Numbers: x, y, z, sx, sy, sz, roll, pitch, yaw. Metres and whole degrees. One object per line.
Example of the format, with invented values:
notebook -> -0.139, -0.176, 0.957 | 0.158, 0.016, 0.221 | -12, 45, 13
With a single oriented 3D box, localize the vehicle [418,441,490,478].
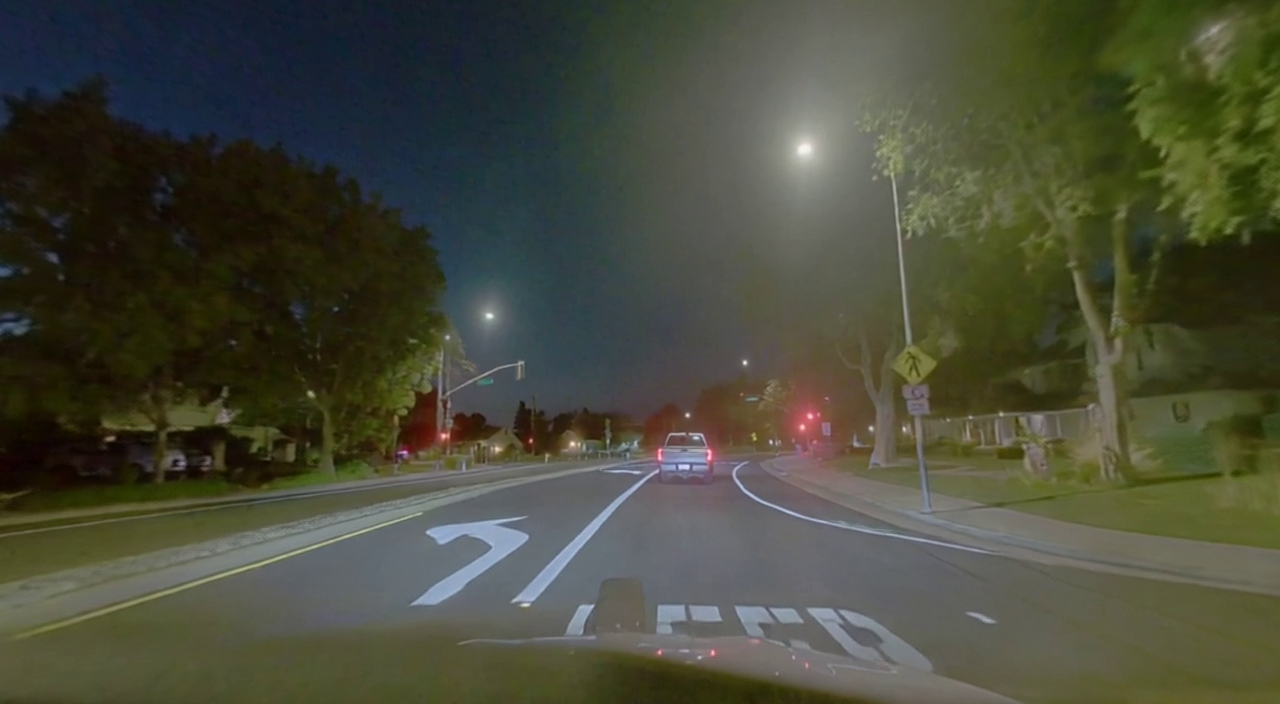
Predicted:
vehicle -> -10.468, 6.037, 35.978 | 2.053, 1.822, 4.852 | -3, -7, 9

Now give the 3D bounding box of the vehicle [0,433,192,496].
vehicle -> -20.689, 4.269, 24.253 | 5.208, 1.960, 2.385 | -3, -8, -2

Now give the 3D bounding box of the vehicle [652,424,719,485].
vehicle -> 1.723, 3.688, 22.837 | 2.153, 1.942, 4.767 | -1, -9, 6
